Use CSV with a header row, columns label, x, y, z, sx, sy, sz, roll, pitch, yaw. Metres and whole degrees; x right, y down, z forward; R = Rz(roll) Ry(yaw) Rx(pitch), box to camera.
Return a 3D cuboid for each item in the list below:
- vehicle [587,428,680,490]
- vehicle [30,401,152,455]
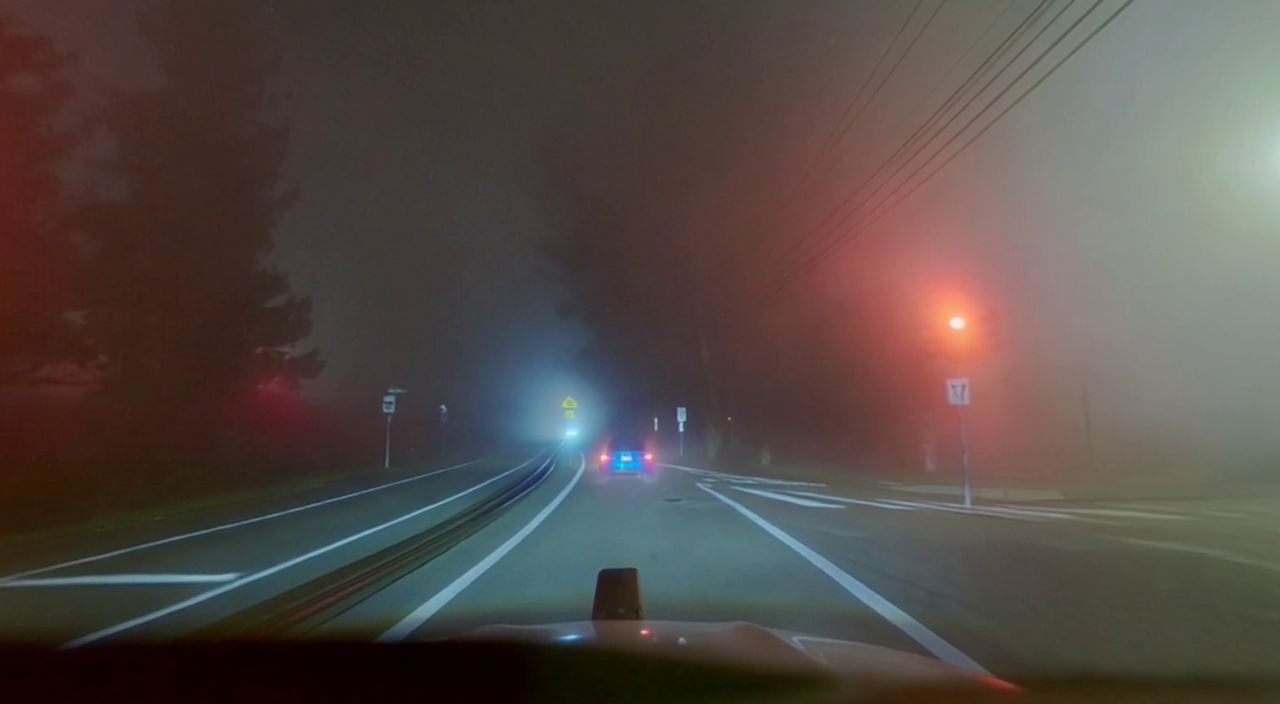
label,x,y,z,sx,sy,sz,roll,pitch,yaw
vehicle,-0.317,2.956,17.804,2.295,1.510,4.364,0,-8,-4
vehicle,-31.816,4.536,37.044,2.983,2.816,7.042,3,-9,-21
